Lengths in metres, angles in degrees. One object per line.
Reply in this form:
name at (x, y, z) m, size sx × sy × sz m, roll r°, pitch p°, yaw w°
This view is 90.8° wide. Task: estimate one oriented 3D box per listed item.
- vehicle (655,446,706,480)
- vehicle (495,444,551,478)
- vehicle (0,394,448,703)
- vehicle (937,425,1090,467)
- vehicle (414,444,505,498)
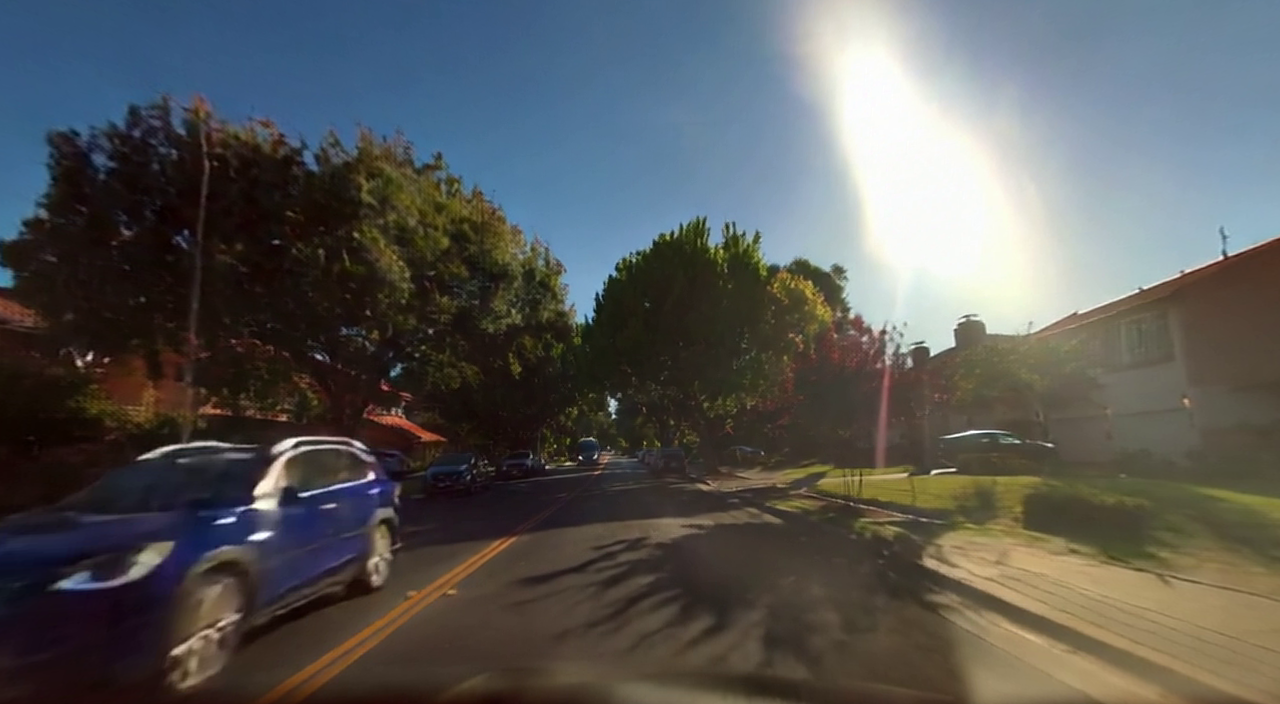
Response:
vehicle at (1.932, 5.474, 31.467) m, size 1.996 × 1.516 × 4.122 m, roll 0°, pitch -9°, yaw -4°
vehicle at (-6.802, 6.389, 37.396) m, size 2.265 × 1.876 × 5.371 m, roll 0°, pitch -9°, yaw 0°
vehicle at (-3.472, 1.398, 5.594) m, size 2.106 × 1.688 × 4.392 m, roll 0°, pitch -9°, yaw 1°
vehicle at (13.500, 3.444, 23.148) m, size 4.370 × 1.433 × 1.889 m, roll -2°, pitch -9°, yaw 13°
vehicle at (-6.346, 4.197, 22.782) m, size 2.033 × 1.721 × 4.328 m, roll 0°, pitch -9°, yaw -1°
